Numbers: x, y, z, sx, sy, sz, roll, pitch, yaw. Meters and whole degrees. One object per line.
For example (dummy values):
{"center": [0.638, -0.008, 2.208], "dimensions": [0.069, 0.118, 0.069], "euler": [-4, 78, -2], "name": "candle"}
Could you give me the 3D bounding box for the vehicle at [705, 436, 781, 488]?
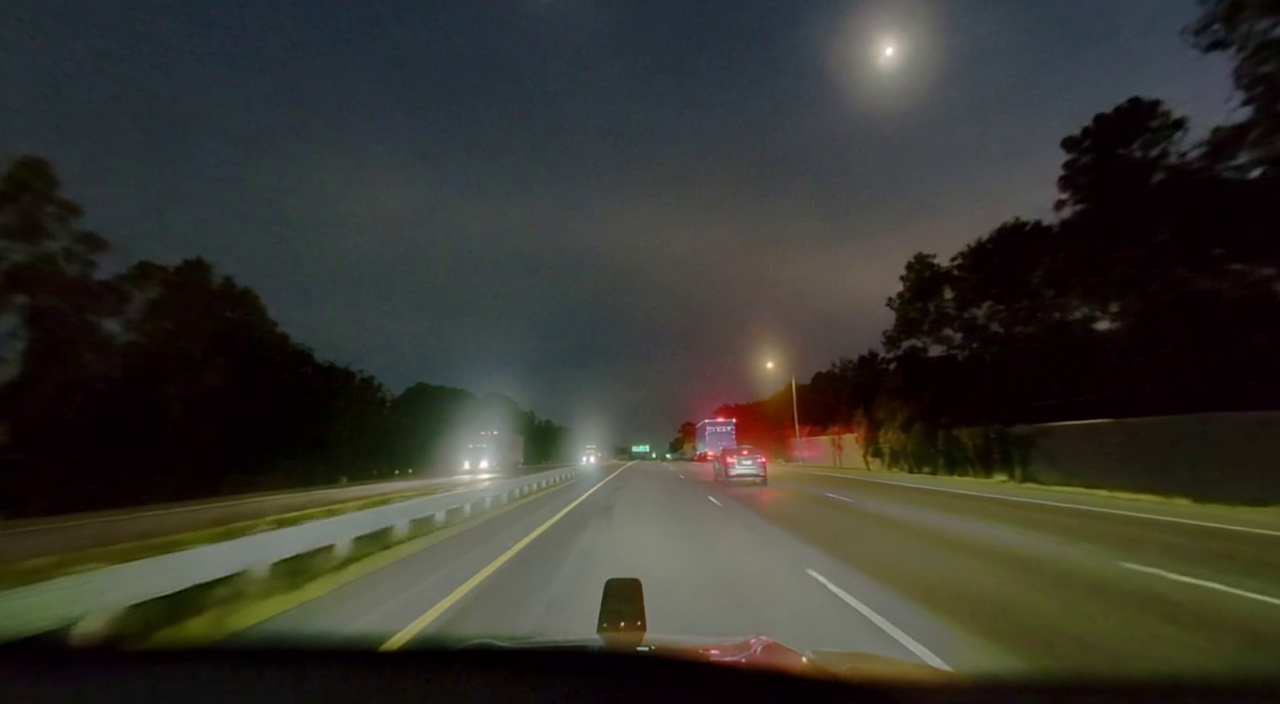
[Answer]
{"center": [3.762, 4.115, 23.787], "dimensions": [2.093, 1.742, 4.167], "euler": [0, -9, -1], "name": "vehicle"}
